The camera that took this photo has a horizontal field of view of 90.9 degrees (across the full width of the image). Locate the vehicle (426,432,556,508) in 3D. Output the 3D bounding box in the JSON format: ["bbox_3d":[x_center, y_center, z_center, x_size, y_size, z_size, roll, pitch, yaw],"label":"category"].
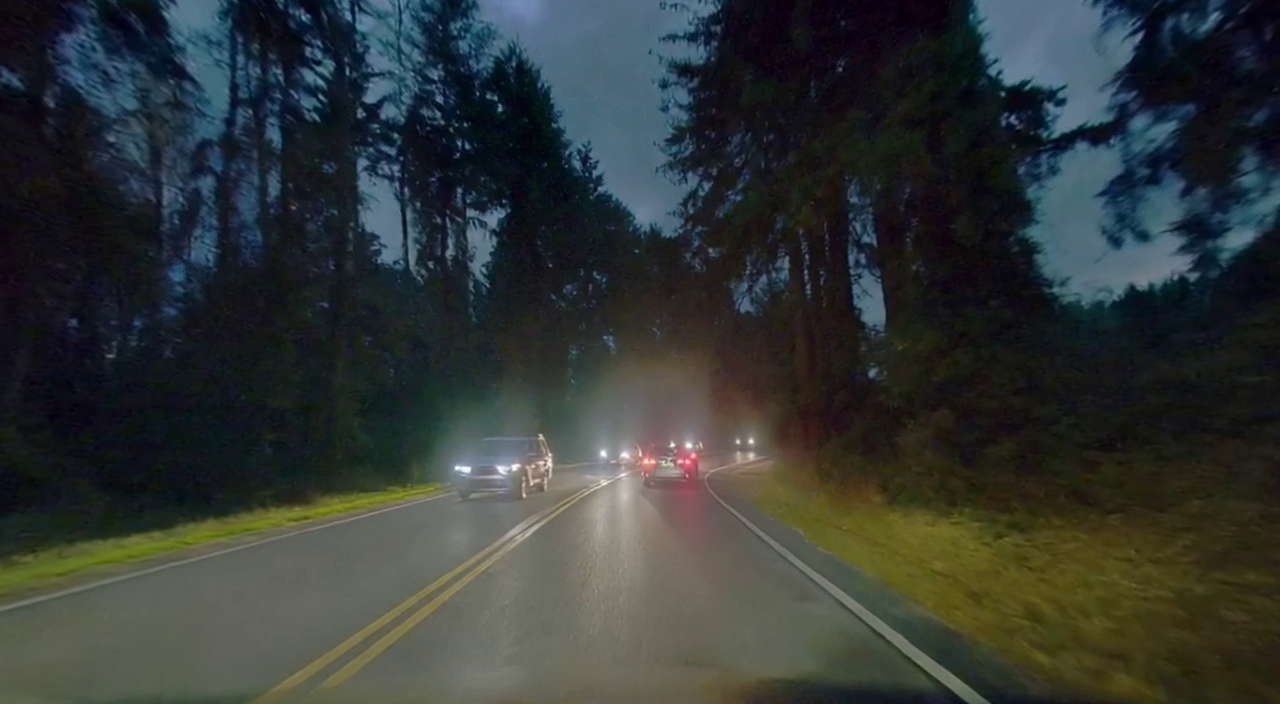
[{"bbox_3d":[-3.791,3.077,16.961,2.173,1.738,4.297,0,-8,4],"label":"vehicle"}]

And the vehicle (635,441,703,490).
[{"bbox_3d":[1.144,4.110,23.255,2.274,1.583,4.349,-1,-8,5],"label":"vehicle"}]
